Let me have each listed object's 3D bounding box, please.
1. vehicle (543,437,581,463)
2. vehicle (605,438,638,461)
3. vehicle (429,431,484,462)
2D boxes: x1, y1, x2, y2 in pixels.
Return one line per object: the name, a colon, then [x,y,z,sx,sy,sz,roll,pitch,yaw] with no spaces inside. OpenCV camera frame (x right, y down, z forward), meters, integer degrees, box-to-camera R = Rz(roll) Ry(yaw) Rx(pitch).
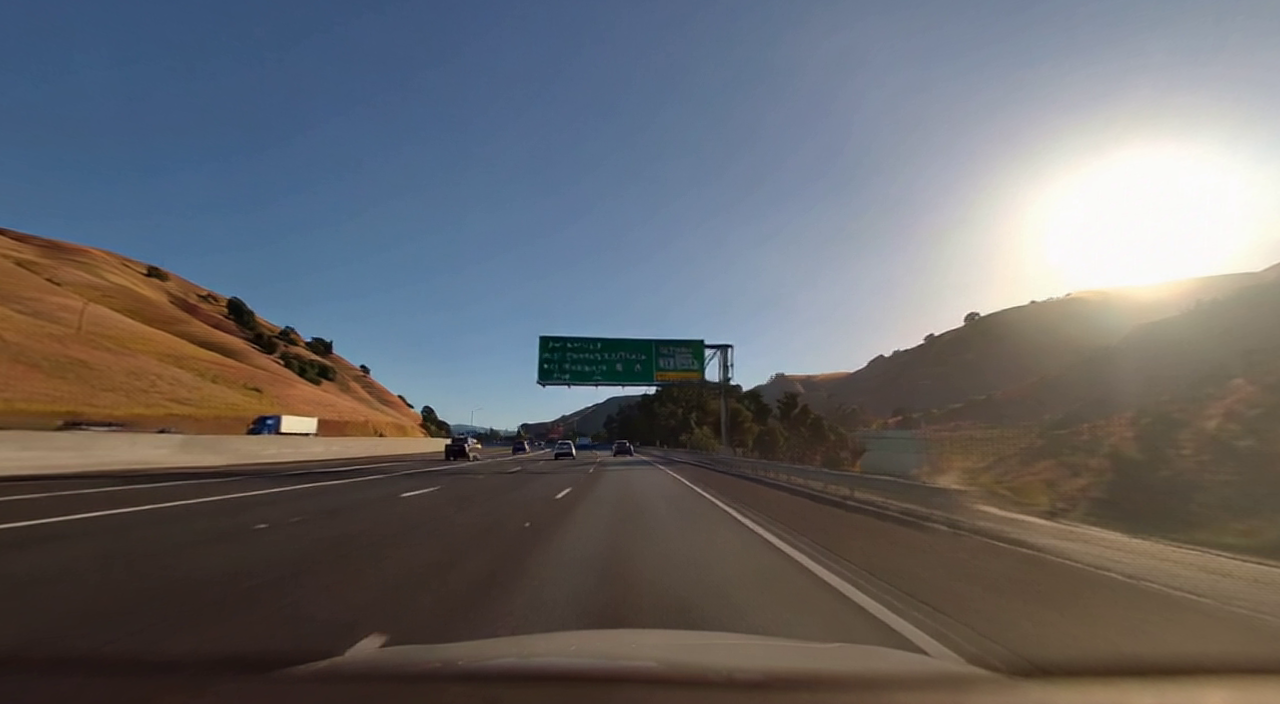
vehicle: [-5.105,6.492,41.658,2.060,1.631,4.214,0,-9,-1]
vehicle: [-1.404,7.344,47.415,2.421,1.594,4.248,0,-9,-2]
vehicle: [-12.080,6.281,41.846,2.219,1.923,4.985,0,-9,-1]
